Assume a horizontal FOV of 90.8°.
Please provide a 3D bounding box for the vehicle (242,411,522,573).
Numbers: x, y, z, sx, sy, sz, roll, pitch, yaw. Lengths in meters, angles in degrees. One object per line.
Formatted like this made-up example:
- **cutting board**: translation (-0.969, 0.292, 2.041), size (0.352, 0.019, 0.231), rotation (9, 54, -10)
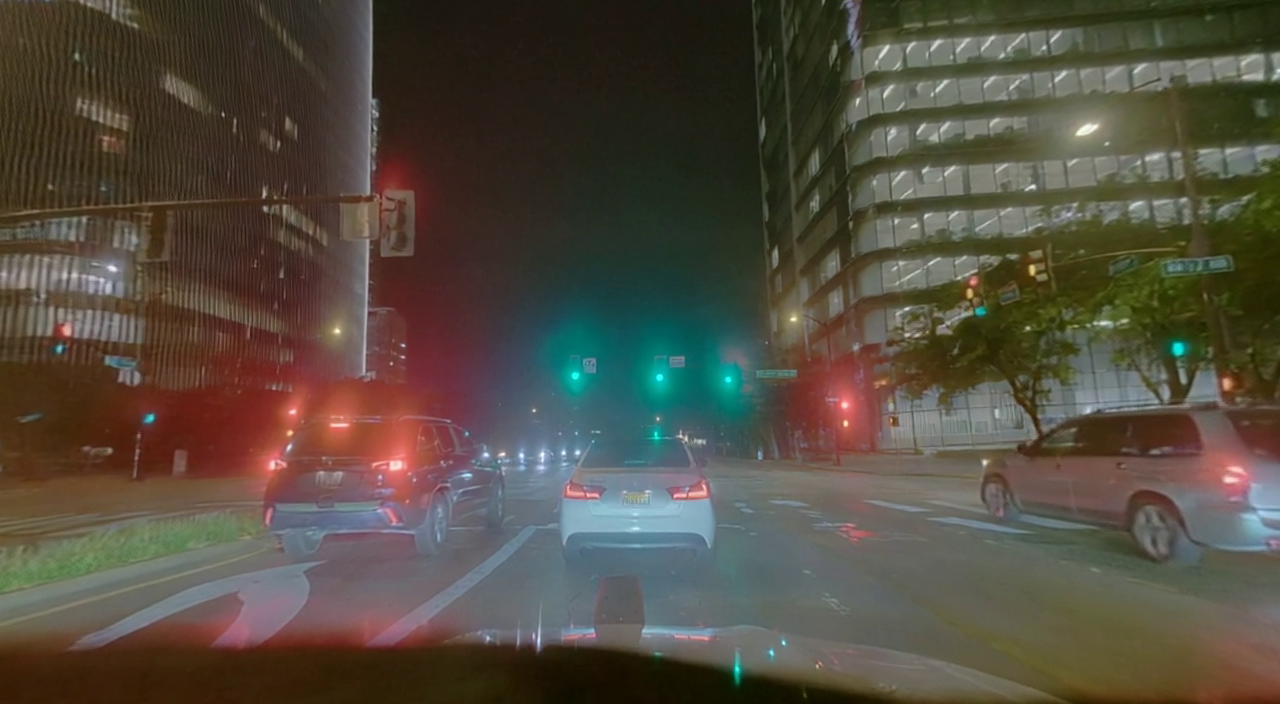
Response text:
- **vehicle**: translation (-3.184, 1.825, 9.036), size (2.081, 1.719, 4.434), rotation (0, -8, 0)

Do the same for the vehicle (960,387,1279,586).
- **vehicle**: translation (6.750, 1.631, 8.537), size (2.079, 1.828, 5.323), rotation (0, -8, 0)

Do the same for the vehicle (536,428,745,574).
- **vehicle**: translation (0.019, 1.855, 8.628), size (2.190, 1.522, 3.850), rotation (0, -8, 0)
